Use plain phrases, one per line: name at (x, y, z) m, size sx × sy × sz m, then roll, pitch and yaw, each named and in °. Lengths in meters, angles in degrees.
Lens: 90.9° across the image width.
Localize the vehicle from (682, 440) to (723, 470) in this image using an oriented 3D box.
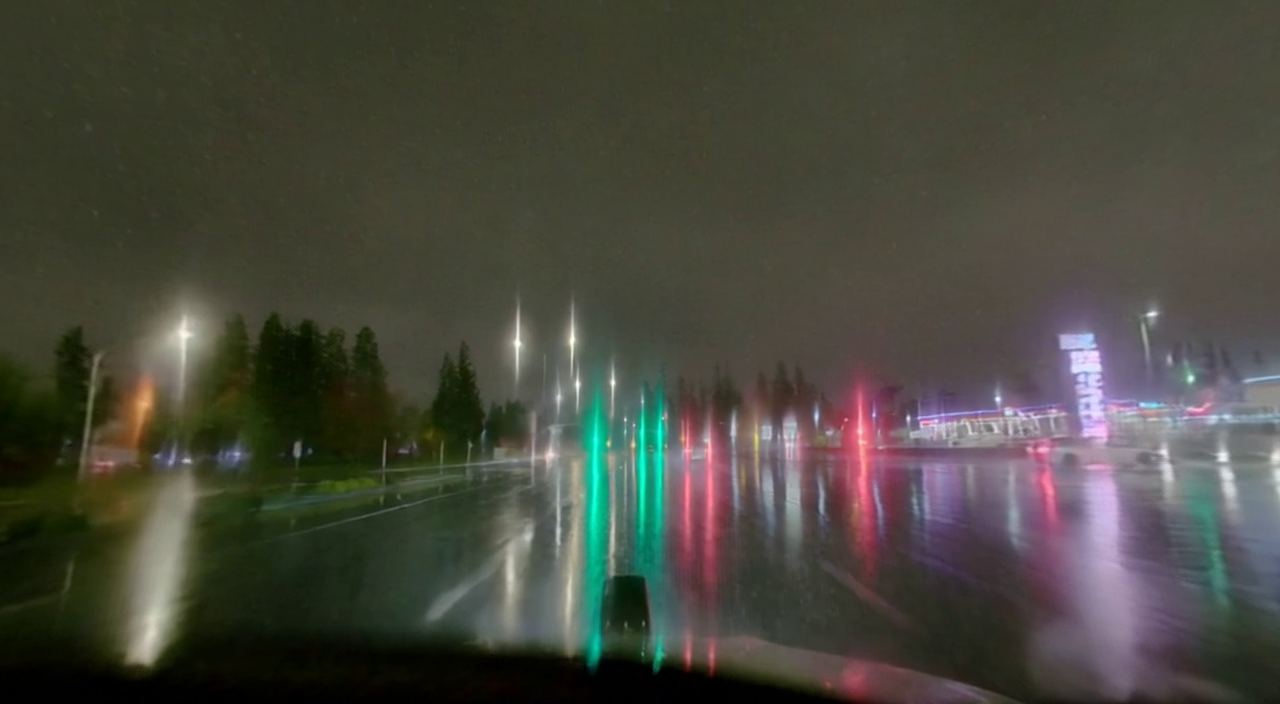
vehicle at (3.801, 6.354, 39.091) m, size 2.007 × 1.683 × 4.171 m, roll 0°, pitch -8°, yaw -1°

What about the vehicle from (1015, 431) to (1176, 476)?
vehicle at (16.787, 3.752, 23.429) m, size 4.233 × 1.562 × 2.143 m, roll 0°, pitch -8°, yaw 1°
